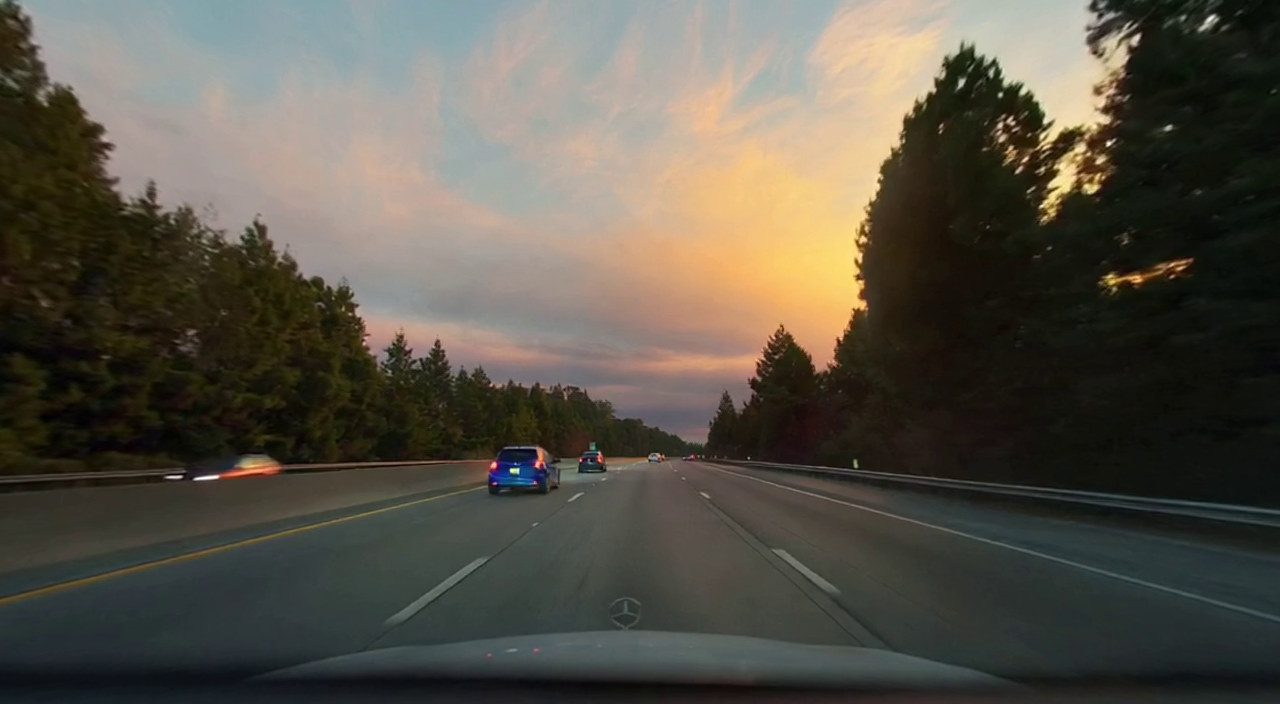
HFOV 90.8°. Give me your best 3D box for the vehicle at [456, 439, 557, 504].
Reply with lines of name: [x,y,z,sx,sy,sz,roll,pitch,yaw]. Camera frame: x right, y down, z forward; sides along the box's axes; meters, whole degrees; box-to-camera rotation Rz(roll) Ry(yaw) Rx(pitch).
vehicle: [-3.595,3.295,17.765,1.846,1.600,4.108,0,-9,1]

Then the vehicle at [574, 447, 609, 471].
vehicle: [-3.318,7.448,44.046,1.996,1.565,4.159,0,-9,2]

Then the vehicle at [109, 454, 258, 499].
vehicle: [-16.704,4.548,23.466,1.974,1.470,4.704,0,-9,1]
